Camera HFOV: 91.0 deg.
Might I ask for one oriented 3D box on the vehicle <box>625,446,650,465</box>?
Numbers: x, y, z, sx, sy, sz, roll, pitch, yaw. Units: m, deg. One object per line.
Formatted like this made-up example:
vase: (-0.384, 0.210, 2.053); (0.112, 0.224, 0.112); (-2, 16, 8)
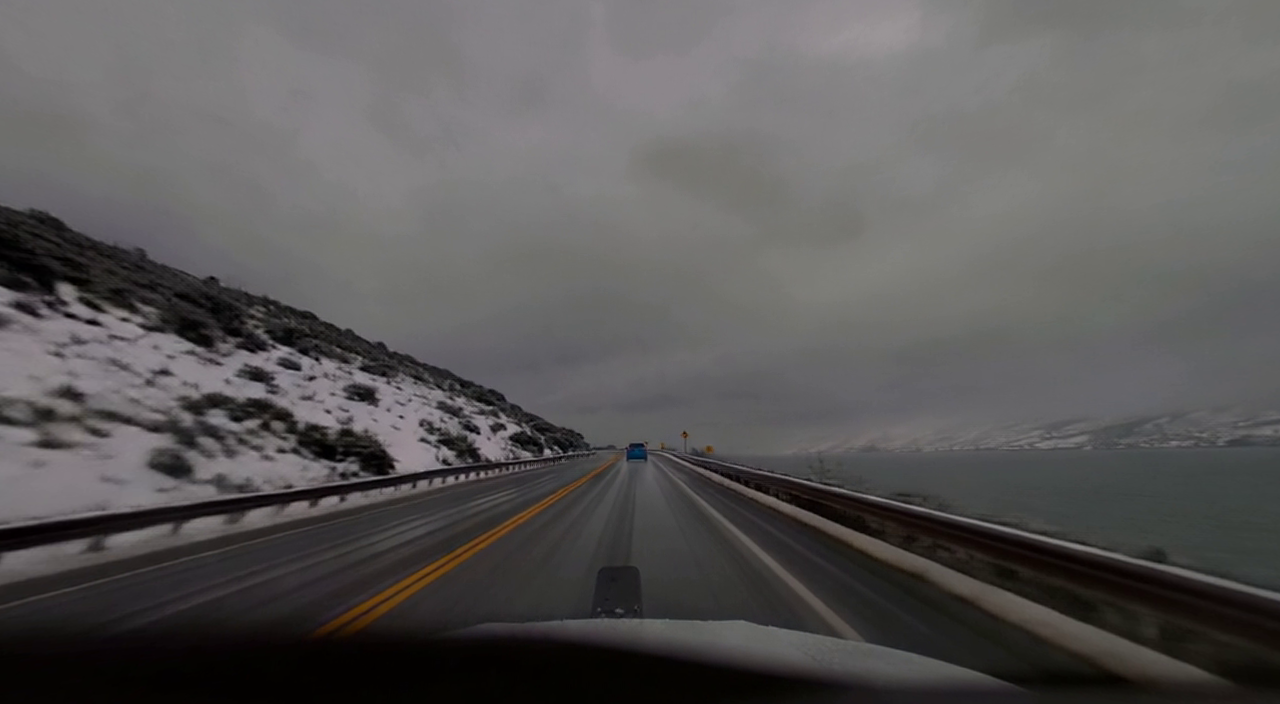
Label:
vehicle: (-0.233, 8.132, 49.670); (1.912, 1.430, 3.811); (0, -9, -1)
